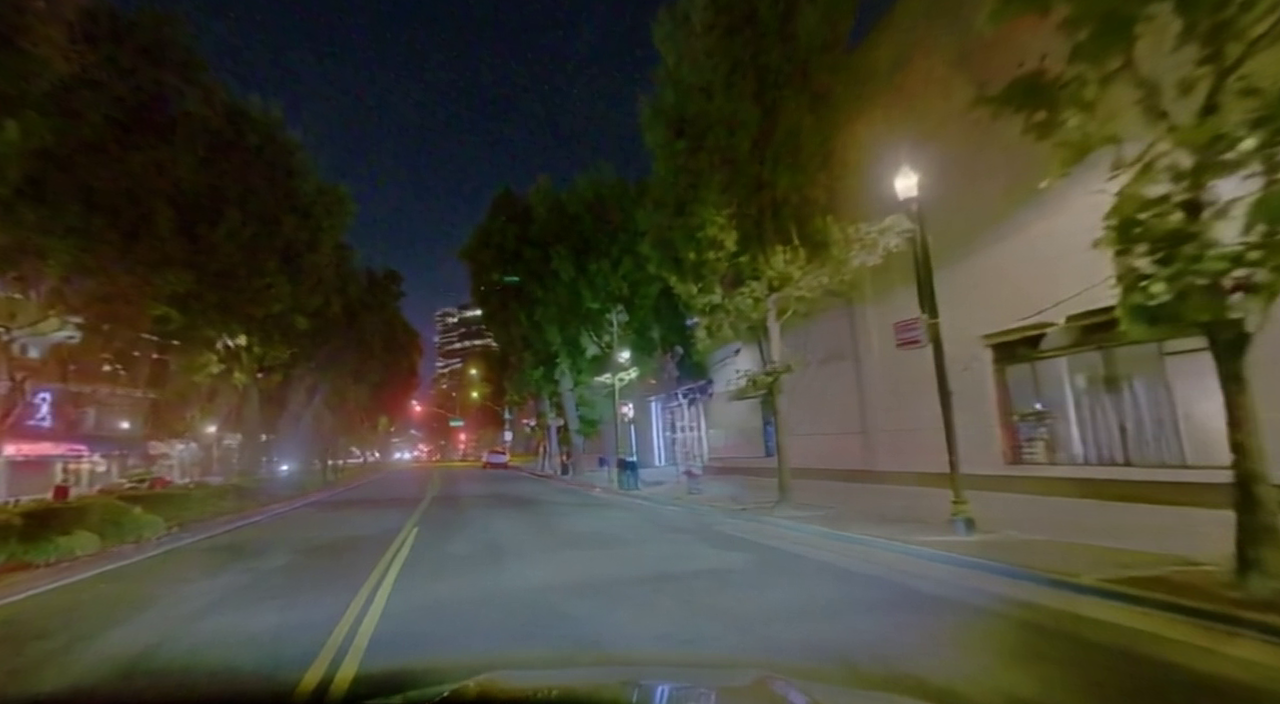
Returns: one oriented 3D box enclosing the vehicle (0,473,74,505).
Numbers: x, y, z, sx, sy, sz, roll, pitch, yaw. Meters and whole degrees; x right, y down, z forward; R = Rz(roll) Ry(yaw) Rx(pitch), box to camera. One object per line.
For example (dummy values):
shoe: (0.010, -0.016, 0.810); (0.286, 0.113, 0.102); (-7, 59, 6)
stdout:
vehicle: (-39.830, 8.967, 41.593); (1.962, 1.741, 4.289); (2, -9, -16)
